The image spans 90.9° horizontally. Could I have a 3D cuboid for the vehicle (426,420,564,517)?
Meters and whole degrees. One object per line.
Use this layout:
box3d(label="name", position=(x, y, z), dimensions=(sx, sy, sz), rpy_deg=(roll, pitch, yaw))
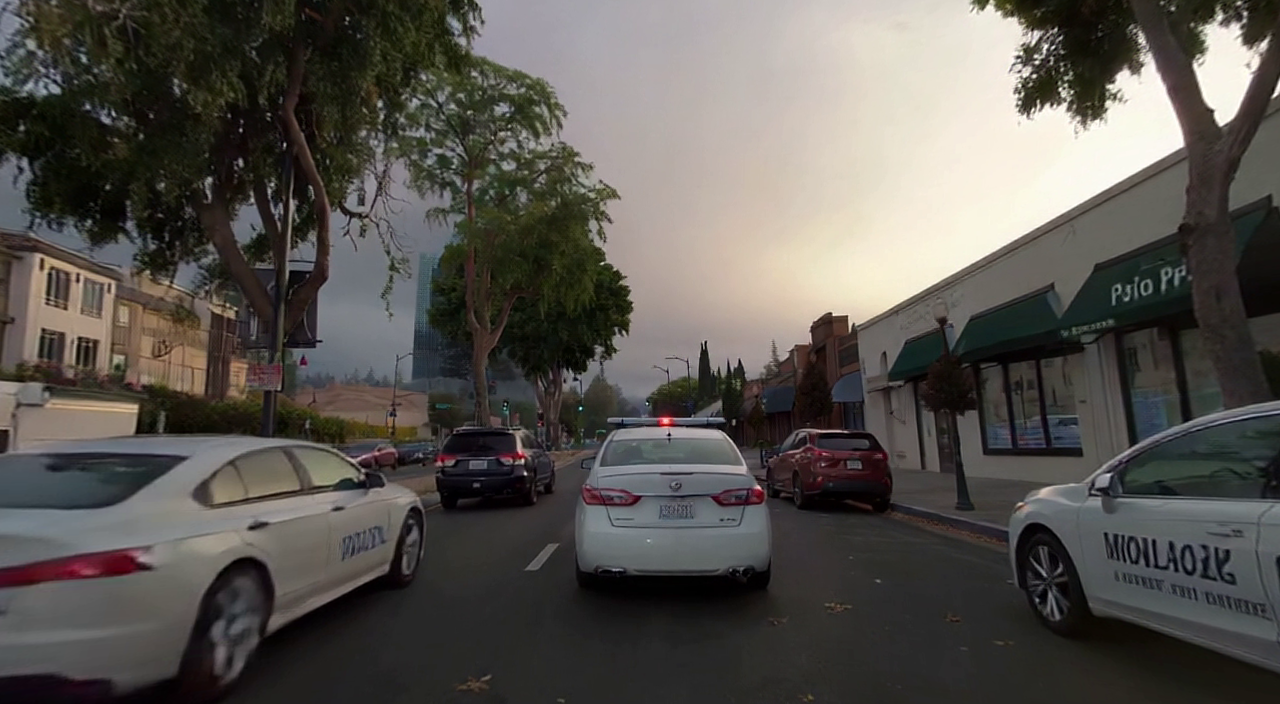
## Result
box3d(label="vehicle", position=(-3.057, 2.574, 14.418), dimensions=(2.135, 1.806, 4.514), rpy_deg=(-1, -8, -1))

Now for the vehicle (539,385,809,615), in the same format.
box3d(label="vehicle", position=(0.248, 1.443, 6.966), dimensions=(2.075, 1.770, 4.018), rpy_deg=(0, -8, 0))

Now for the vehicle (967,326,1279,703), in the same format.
box3d(label="vehicle", position=(4.034, 0.890, 3.233), dimensions=(1.987, 1.877, 5.330), rpy_deg=(2, -8, 2))

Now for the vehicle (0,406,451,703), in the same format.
box3d(label="vehicle", position=(-2.967, 1.261, 4.558), dimensions=(1.908, 1.474, 4.257), rpy_deg=(0, -8, -1))

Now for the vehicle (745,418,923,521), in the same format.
box3d(label="vehicle", position=(4.058, 2.577, 14.495), dimensions=(2.038, 1.865, 5.786), rpy_deg=(0, -8, -2))
